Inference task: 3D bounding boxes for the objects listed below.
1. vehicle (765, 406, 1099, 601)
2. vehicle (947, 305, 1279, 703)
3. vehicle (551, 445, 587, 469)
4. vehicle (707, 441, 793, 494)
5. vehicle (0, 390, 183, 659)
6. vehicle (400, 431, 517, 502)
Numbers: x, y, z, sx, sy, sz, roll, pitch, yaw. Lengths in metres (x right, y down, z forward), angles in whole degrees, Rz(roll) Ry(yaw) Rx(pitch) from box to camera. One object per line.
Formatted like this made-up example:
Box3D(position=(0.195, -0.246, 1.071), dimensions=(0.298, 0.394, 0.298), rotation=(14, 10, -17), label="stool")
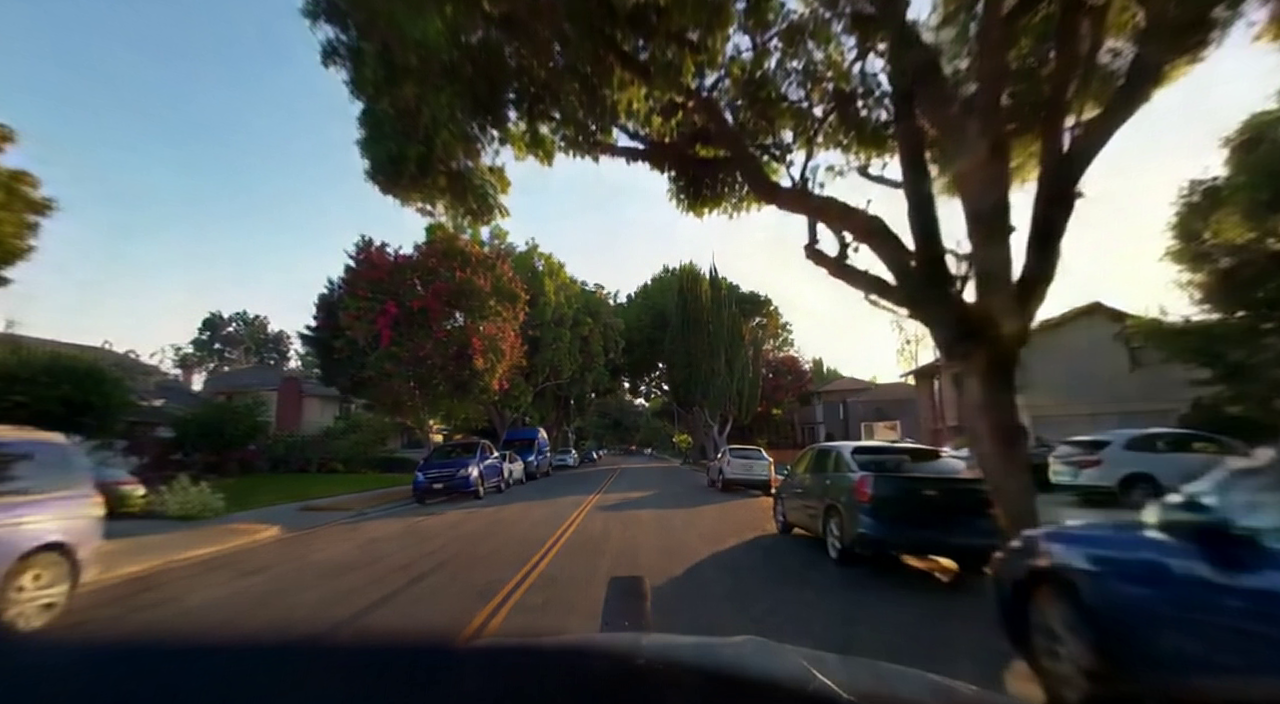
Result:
Box3D(position=(3.145, 1.730, 8.193), dimensions=(2.172, 1.764, 4.685), rotation=(0, -8, 1), label="vehicle")
Box3D(position=(3.159, 0.714, 1.714), dimensions=(2.059, 1.824, 5.045), rotation=(0, -8, 0), label="vehicle")
Box3D(position=(-4.966, 7.430, 44.834), dimensions=(2.038, 1.571, 4.524), rotation=(0, -8, 0), label="vehicle")
Box3D(position=(3.414, 3.683, 20.503), dimensions=(1.945, 1.514, 4.552), rotation=(0, -8, 0), label="vehicle")
Box3D(position=(-5.451, 1.067, 3.572), dimensions=(2.163, 1.818, 4.697), rotation=(0, -8, 0), label="vehicle")
Box3D(position=(-5.297, 3.386, 19.133), dimensions=(2.090, 1.855, 4.494), rotation=(0, -8, 2), label="vehicle")
